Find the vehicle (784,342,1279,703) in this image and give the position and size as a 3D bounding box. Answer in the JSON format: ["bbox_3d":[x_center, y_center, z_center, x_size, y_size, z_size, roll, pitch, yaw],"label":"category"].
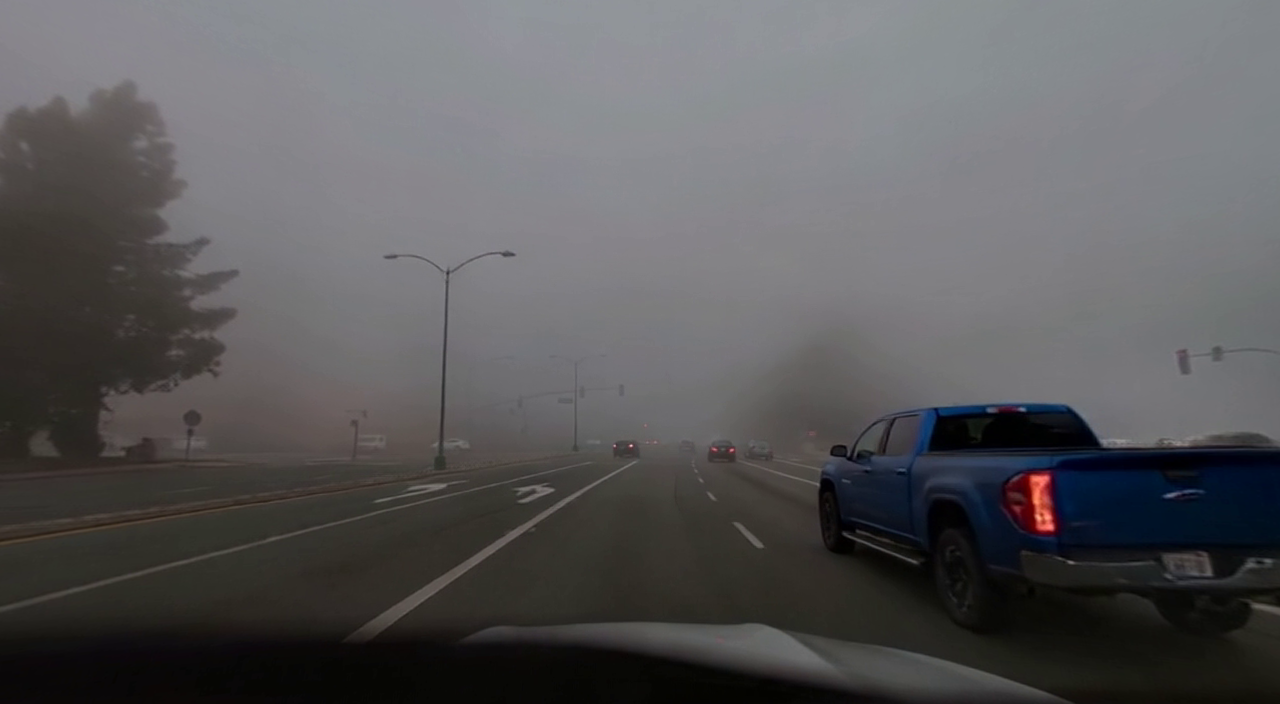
[{"bbox_3d":[3.200,1.250,5.806,2.333,1.777,5.713,0,-8,-1],"label":"vehicle"}]

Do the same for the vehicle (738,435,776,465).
[{"bbox_3d":[9.044,7.592,49.070,2.186,2.202,5.426,-1,-9,3],"label":"vehicle"}]

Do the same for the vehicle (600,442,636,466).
[{"bbox_3d":[-1.483,7.078,43.762,1.958,1.542,4.175,-1,-9,5],"label":"vehicle"}]

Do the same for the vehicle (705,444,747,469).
[{"bbox_3d":[5.720,6.989,42.405,2.292,1.563,4.734,-1,-8,2],"label":"vehicle"}]
